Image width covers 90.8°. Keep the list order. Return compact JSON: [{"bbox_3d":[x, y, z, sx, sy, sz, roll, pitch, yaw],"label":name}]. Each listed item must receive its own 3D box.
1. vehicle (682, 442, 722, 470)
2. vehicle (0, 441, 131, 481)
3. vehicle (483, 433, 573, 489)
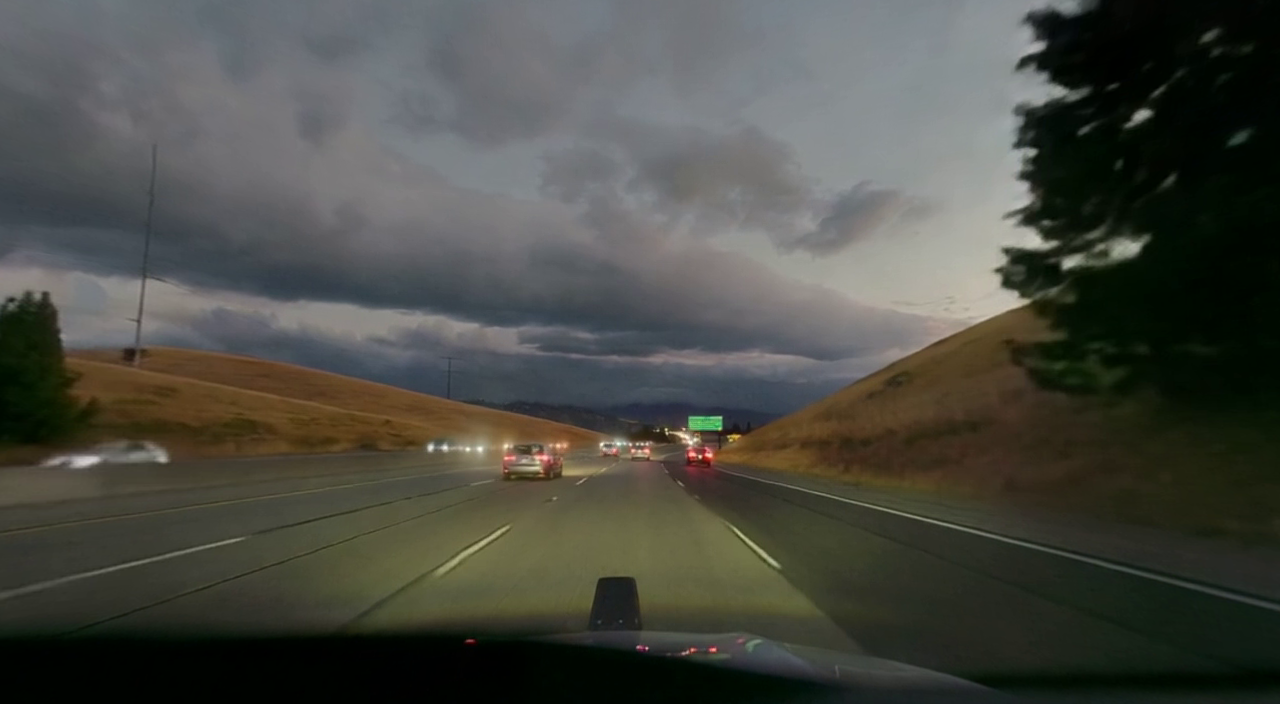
[{"bbox_3d":[4.172,7.073,43.151,2.164,1.788,4.500,0,-8,-1],"label":"vehicle"},{"bbox_3d":[-25.372,4.752,27.850,2.010,1.580,4.522,0,-8,1],"label":"vehicle"},{"bbox_3d":[-3.674,3.676,21.703,2.166,1.700,4.661,0,-9,1],"label":"vehicle"}]
